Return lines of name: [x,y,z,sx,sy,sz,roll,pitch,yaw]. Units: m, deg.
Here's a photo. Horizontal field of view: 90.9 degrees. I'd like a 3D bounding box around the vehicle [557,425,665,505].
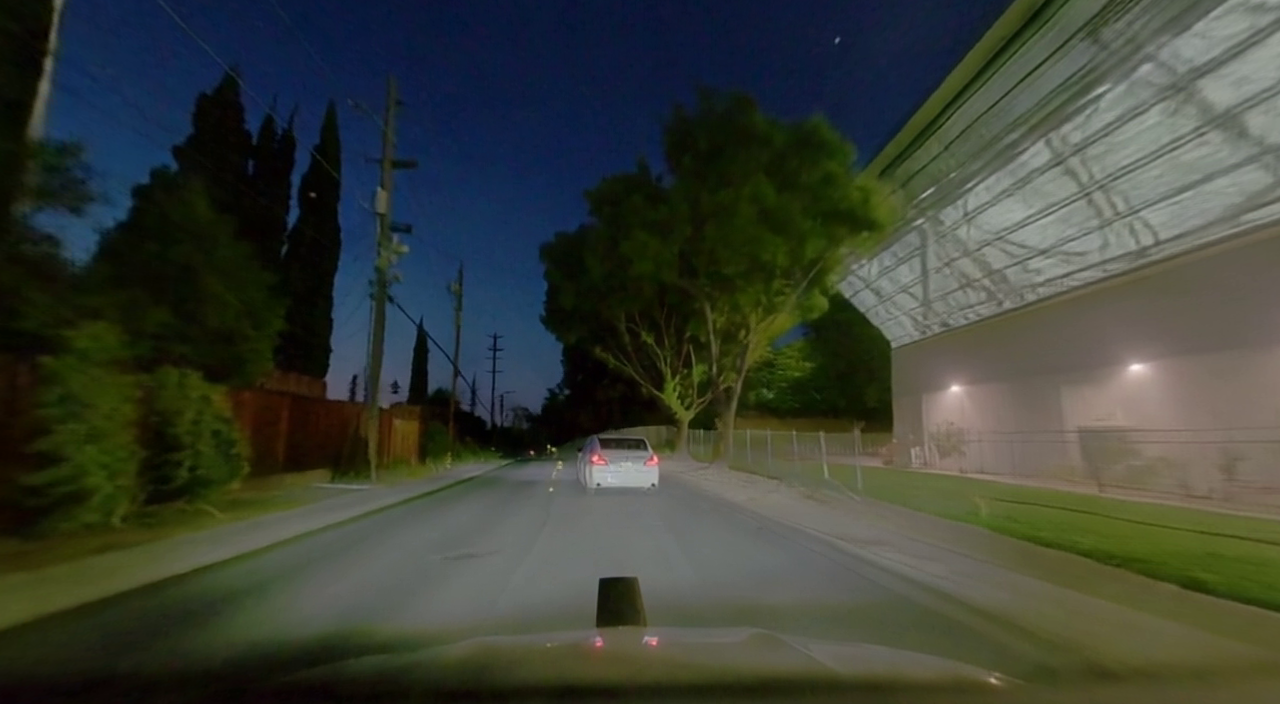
vehicle: [-0.688,2.422,14.006,2.060,1.487,3.920,0,-8,-4]
